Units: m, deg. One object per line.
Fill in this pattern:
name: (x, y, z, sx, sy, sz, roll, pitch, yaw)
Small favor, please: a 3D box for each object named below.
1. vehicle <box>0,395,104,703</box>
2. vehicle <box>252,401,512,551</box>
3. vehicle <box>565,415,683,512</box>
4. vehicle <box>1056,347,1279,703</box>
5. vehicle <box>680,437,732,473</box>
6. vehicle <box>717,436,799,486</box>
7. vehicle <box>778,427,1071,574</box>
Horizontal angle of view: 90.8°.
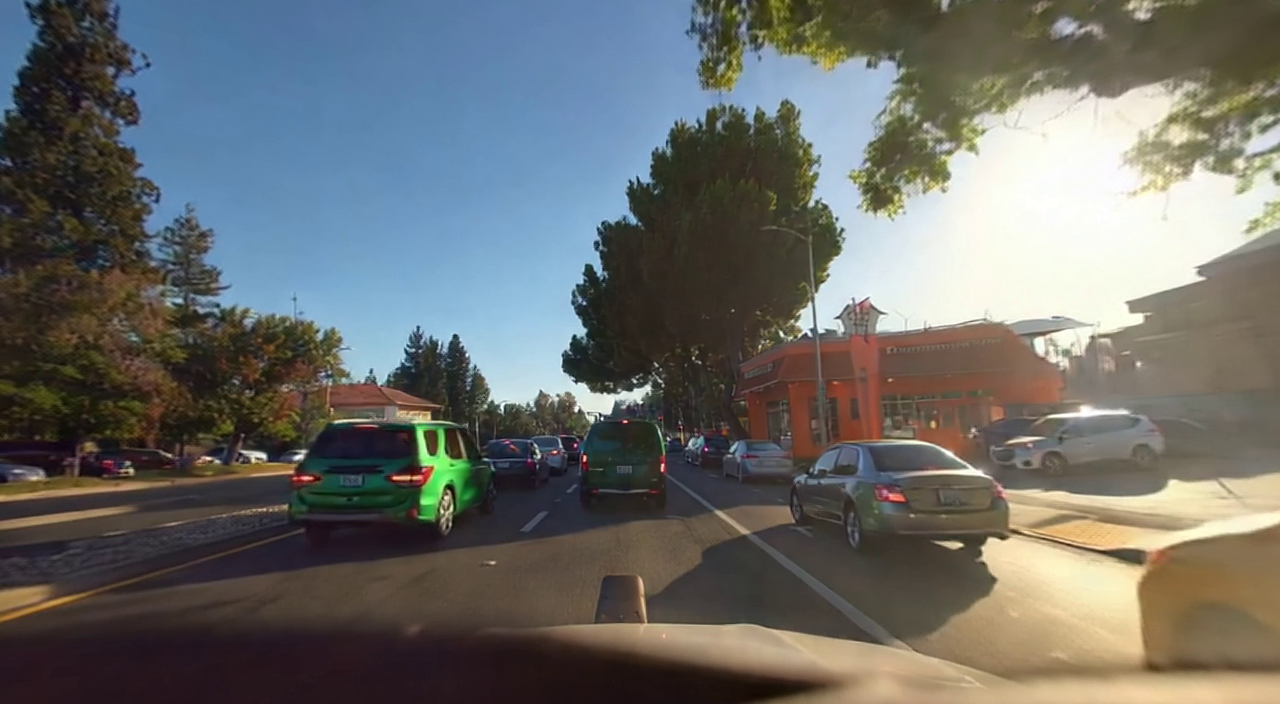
vehicle: (-3.718, 0.679, 0.850, 2.051, 1.522, 4.509, 0, -9, -1)
vehicle: (-3.650, 1.871, 10.124, 2.231, 1.853, 4.461, 0, -9, 0)
vehicle: (-0.350, 2.427, 14.116, 2.238, 1.825, 4.190, 0, -9, -1)
vehicle: (3.402, 0.677, 1.346, 2.047, 1.671, 4.267, 0, -9, -1)
vehicle: (2.974, 4.740, 29.204, 1.903, 1.529, 3.649, 0, -9, -2)
vehicle: (3.861, 3.643, 21.466, 1.875, 1.521, 4.192, 0, -9, -1)
vehicle: (3.374, 1.835, 8.649, 1.900, 1.477, 4.352, 0, -8, -1)
